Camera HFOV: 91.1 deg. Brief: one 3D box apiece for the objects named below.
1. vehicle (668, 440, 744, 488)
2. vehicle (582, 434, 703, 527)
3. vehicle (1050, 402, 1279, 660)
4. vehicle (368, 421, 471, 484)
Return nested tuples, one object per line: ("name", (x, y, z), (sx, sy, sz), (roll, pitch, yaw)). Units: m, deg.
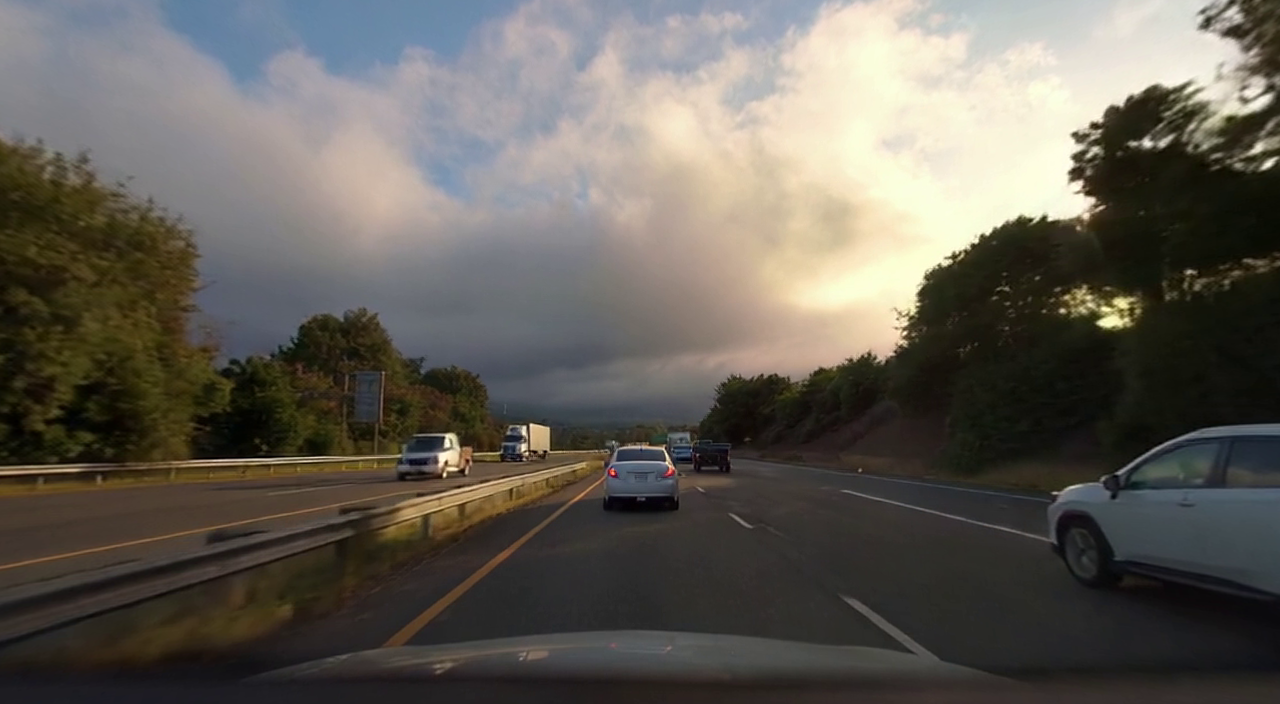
("vehicle", (2.305, 4.065, 23.139), (1.999, 1.596, 3.990), (0, -9, -5))
("vehicle", (0.014, 2.514, 12.771), (2.088, 1.580, 3.657), (0, -9, -1))
("vehicle", (4.766, 1.058, 3.720), (1.931, 1.516, 3.995), (0, -9, 0))
("vehicle", (-9.465, 4.400, 27.652), (2.512, 2.475, 5.406), (0, -9, 0))
